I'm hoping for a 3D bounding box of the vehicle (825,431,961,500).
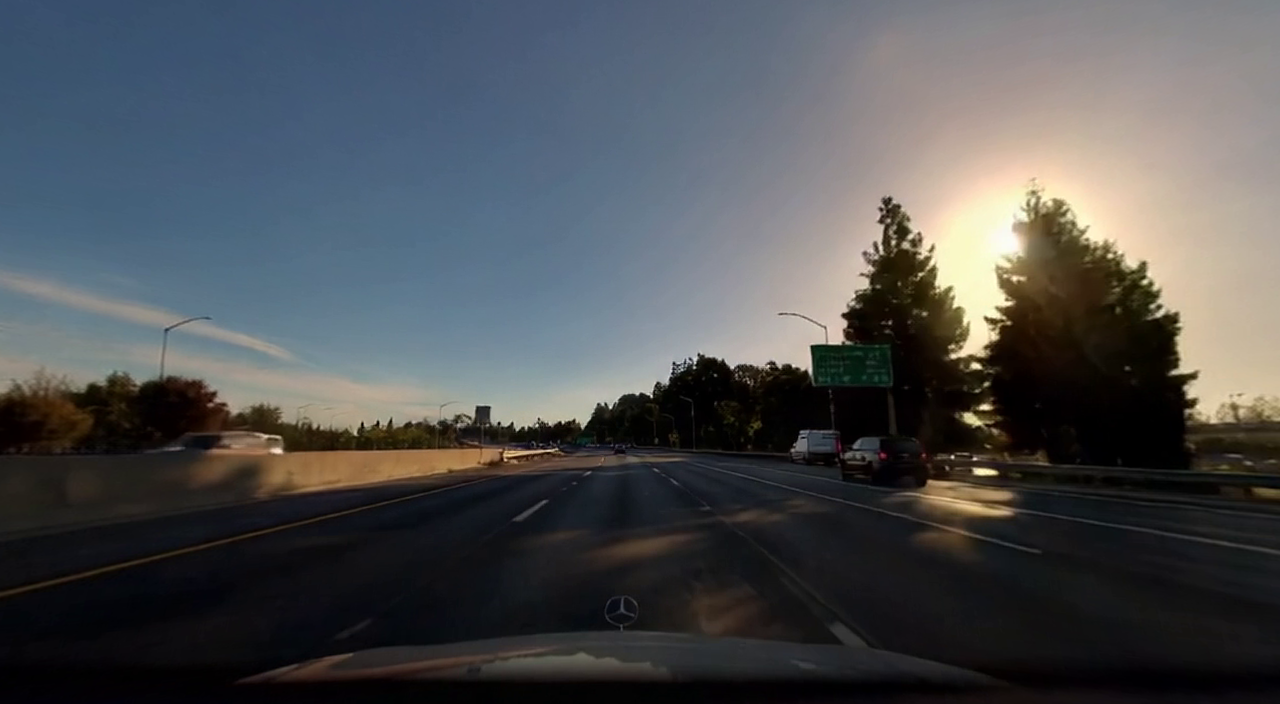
[{"bbox_3d":[6.875,3.123,17.740,2.081,1.705,3.926,0,-9,-2],"label":"vehicle"}]

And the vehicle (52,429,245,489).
[{"bbox_3d":[-14.319,3.159,18.863,2.089,1.559,4.558,0,-9,0],"label":"vehicle"}]
